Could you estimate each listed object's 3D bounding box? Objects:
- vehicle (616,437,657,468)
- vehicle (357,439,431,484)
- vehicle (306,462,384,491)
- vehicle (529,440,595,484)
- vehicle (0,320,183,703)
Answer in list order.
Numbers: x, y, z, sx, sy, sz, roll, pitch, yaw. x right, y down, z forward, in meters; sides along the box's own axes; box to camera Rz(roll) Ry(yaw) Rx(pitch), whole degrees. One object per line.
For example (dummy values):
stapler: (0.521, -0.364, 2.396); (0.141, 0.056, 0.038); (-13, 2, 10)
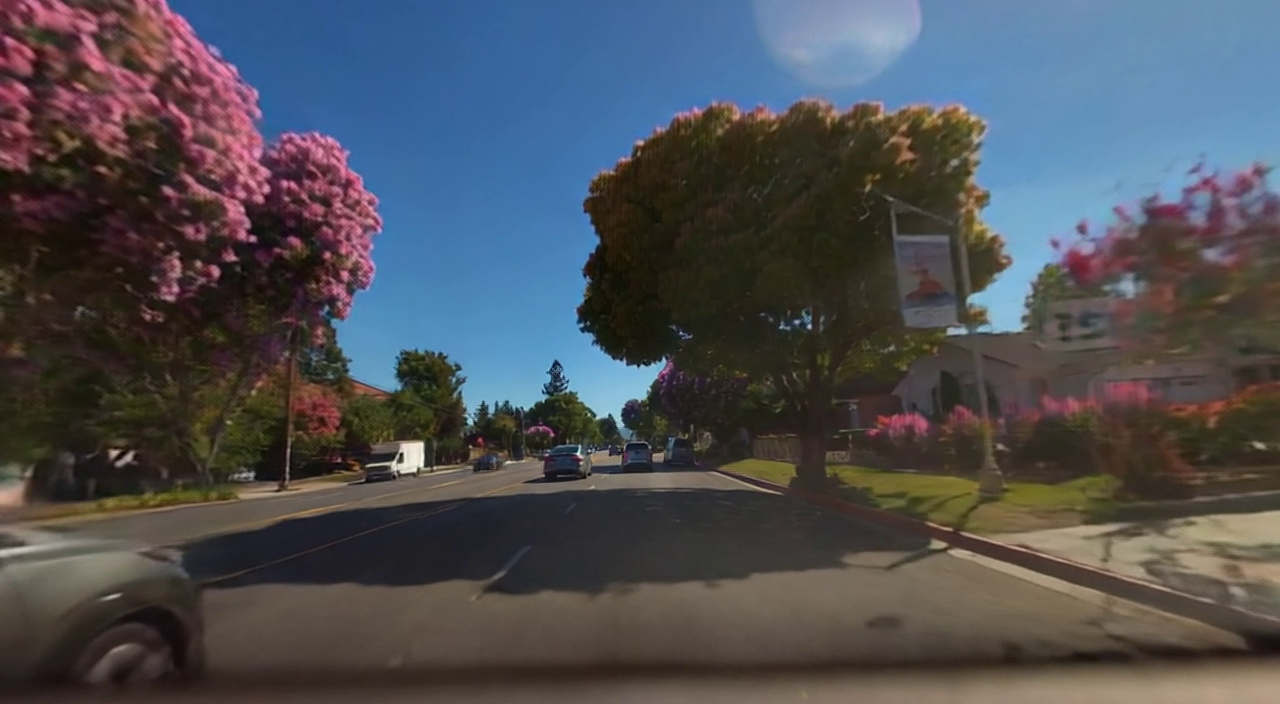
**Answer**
vehicle: (-0.258, 6.161, 38.788); (2.376, 1.801, 4.317); (0, -9, -2)
vehicle: (-16.428, 7.280, 42.578); (2.474, 2.431, 6.256); (-5, -7, -1)
vehicle: (-16.305, 6.875, 35.231); (1.880, 1.372, 4.915); (0, -9, 1)
vehicle: (-3.096, 4.474, 25.983); (2.167, 1.634, 4.220); (0, -9, 0)
vehicle: (-3.116, 0.512, 0.163); (2.257, 1.751, 5.028); (0, -9, -1)
